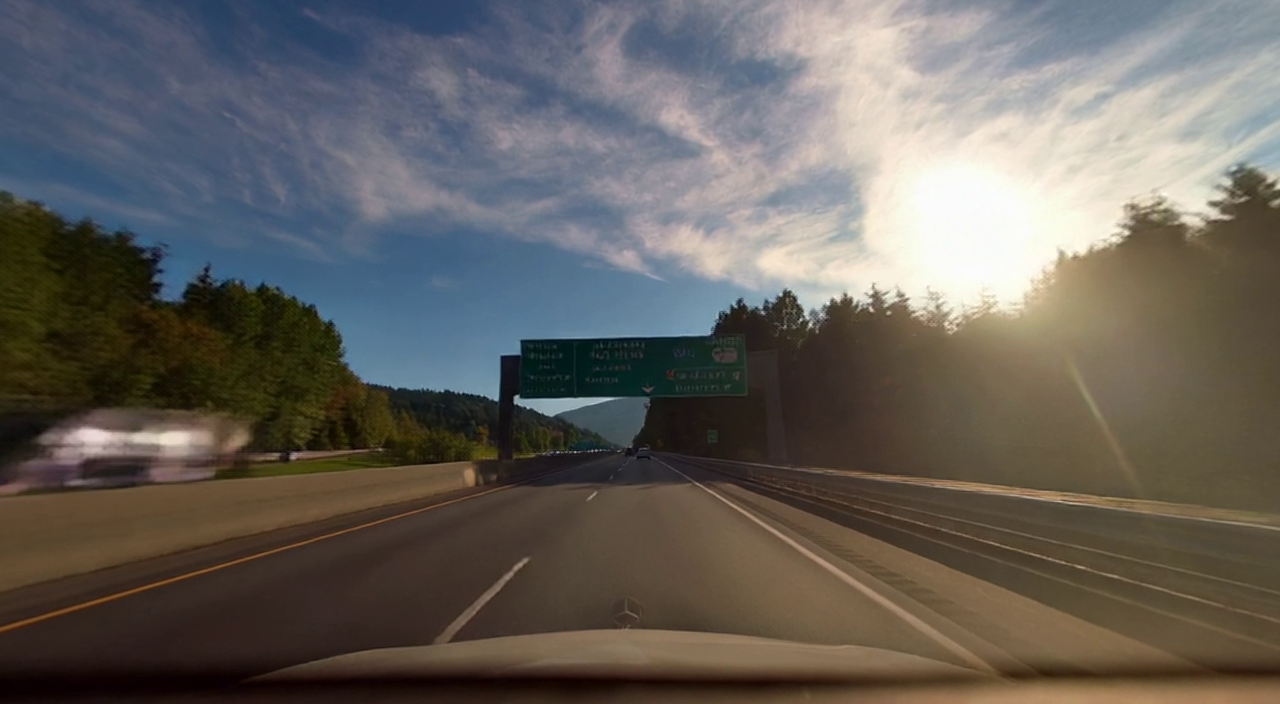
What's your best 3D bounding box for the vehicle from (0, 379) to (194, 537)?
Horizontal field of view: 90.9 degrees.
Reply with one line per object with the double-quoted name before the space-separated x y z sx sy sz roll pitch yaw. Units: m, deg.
"vehicle" -10.617 1.752 10.504 2.368 2.301 5.356 0 -9 0
